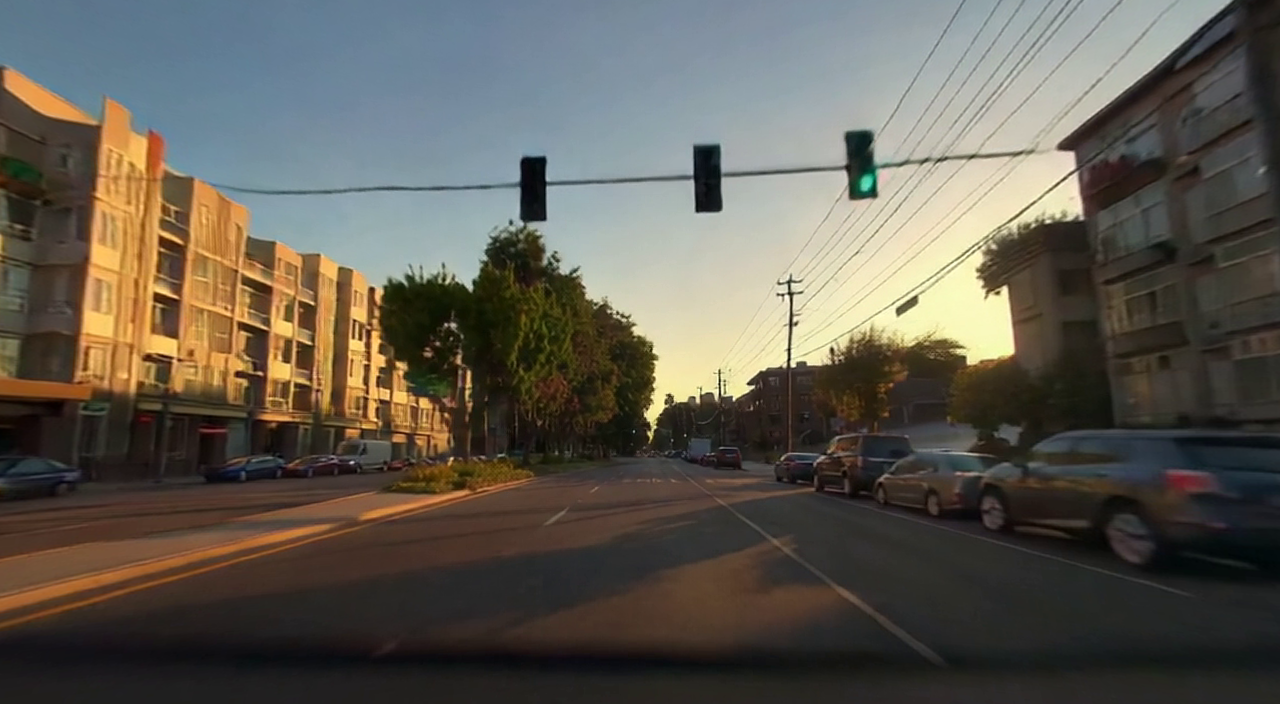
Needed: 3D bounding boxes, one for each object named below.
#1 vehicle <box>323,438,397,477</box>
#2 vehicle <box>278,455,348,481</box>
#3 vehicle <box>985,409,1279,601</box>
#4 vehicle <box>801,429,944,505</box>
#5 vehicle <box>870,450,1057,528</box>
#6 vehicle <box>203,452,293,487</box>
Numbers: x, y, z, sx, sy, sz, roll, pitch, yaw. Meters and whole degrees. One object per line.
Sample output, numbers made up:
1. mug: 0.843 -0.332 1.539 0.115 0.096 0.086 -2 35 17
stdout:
1. vehicle: -21.984 8.301 49.967 2.397 2.865 7.296 0 -8 1
2. vehicle: -21.954 7.788 42.561 2.004 1.586 4.962 0 -8 0
3. vehicle: 6.919 1.807 8.402 1.998 1.819 4.621 0 -8 0
4. vehicle: 7.106 3.572 20.217 2.197 2.019 6.225 0 -8 0
5. vehicle: 6.821 2.885 13.910 1.896 1.399 4.196 0 -8 0
6. vehicle: -22.258 6.658 36.044 2.116 1.813 4.674 0 -8 0
